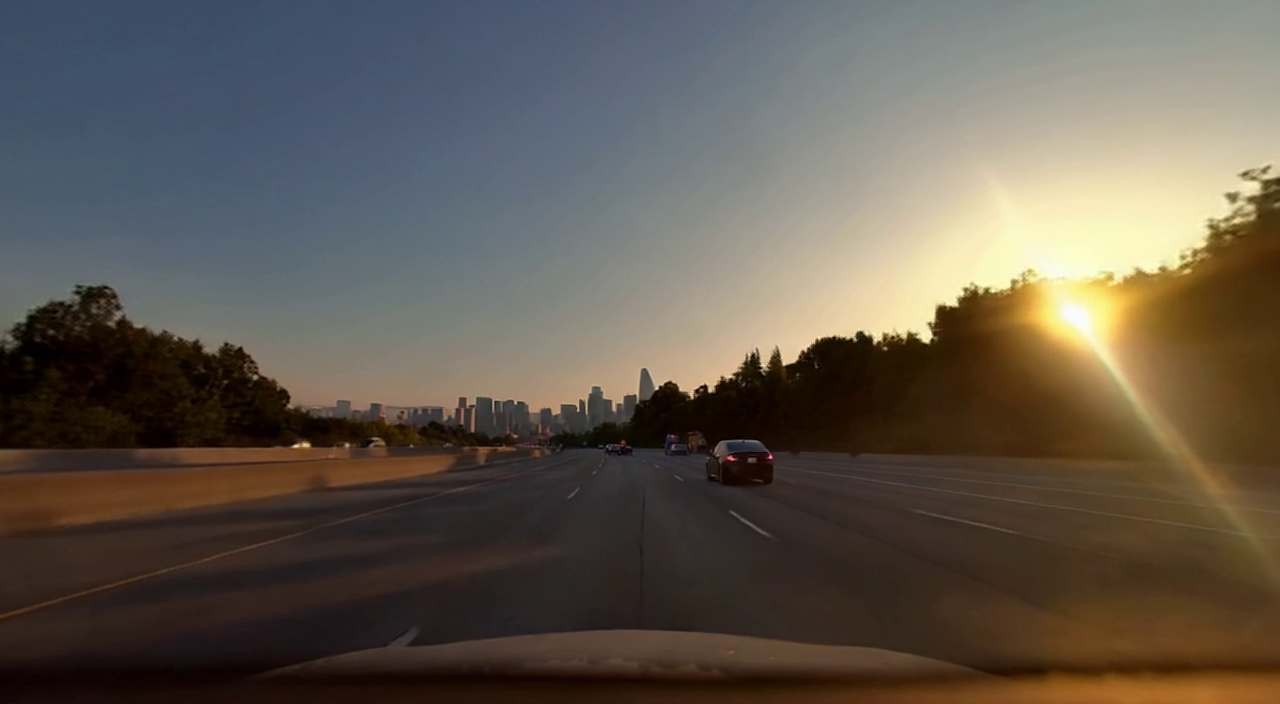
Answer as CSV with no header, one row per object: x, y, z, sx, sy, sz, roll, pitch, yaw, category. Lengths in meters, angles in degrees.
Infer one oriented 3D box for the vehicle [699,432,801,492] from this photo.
3.401,3.531,20.607,2.305,1.729,4.526,0,-8,-3,vehicle
